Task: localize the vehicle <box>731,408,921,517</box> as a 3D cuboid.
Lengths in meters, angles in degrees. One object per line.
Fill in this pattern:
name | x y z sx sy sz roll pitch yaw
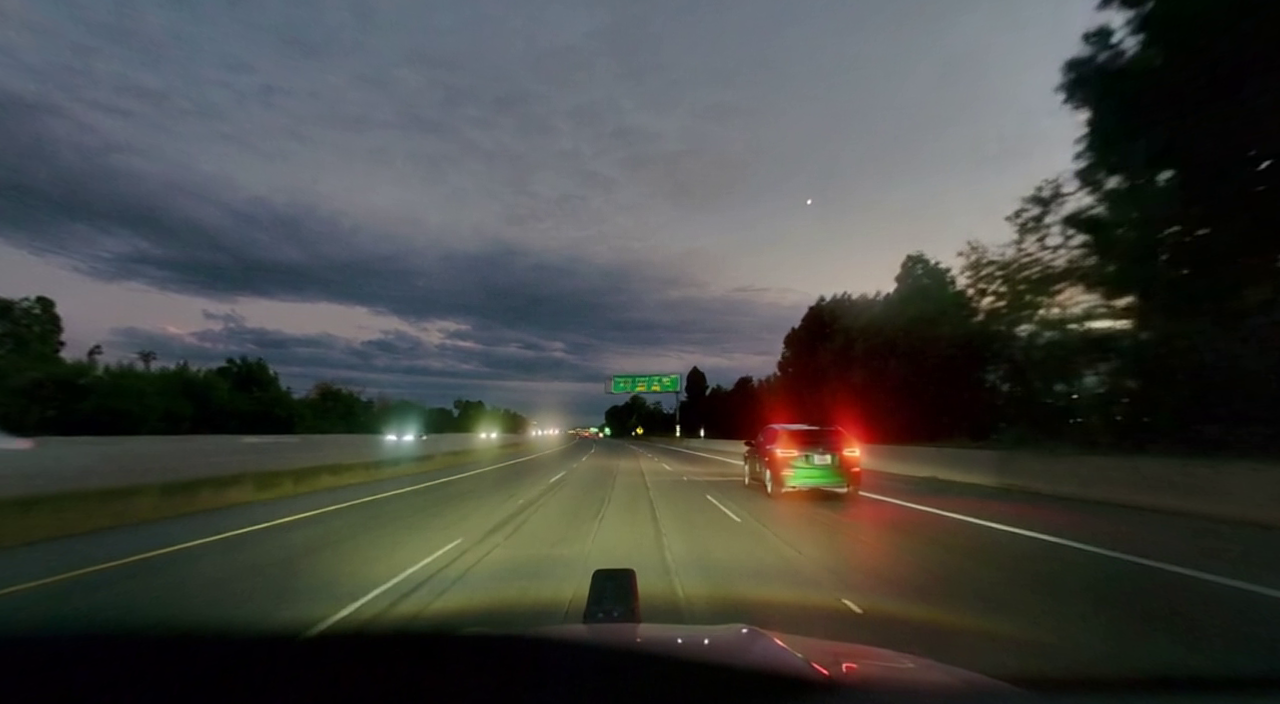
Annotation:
vehicle | 3.153 1.992 11.799 2.107 1.642 4.331 0 -8 -2
